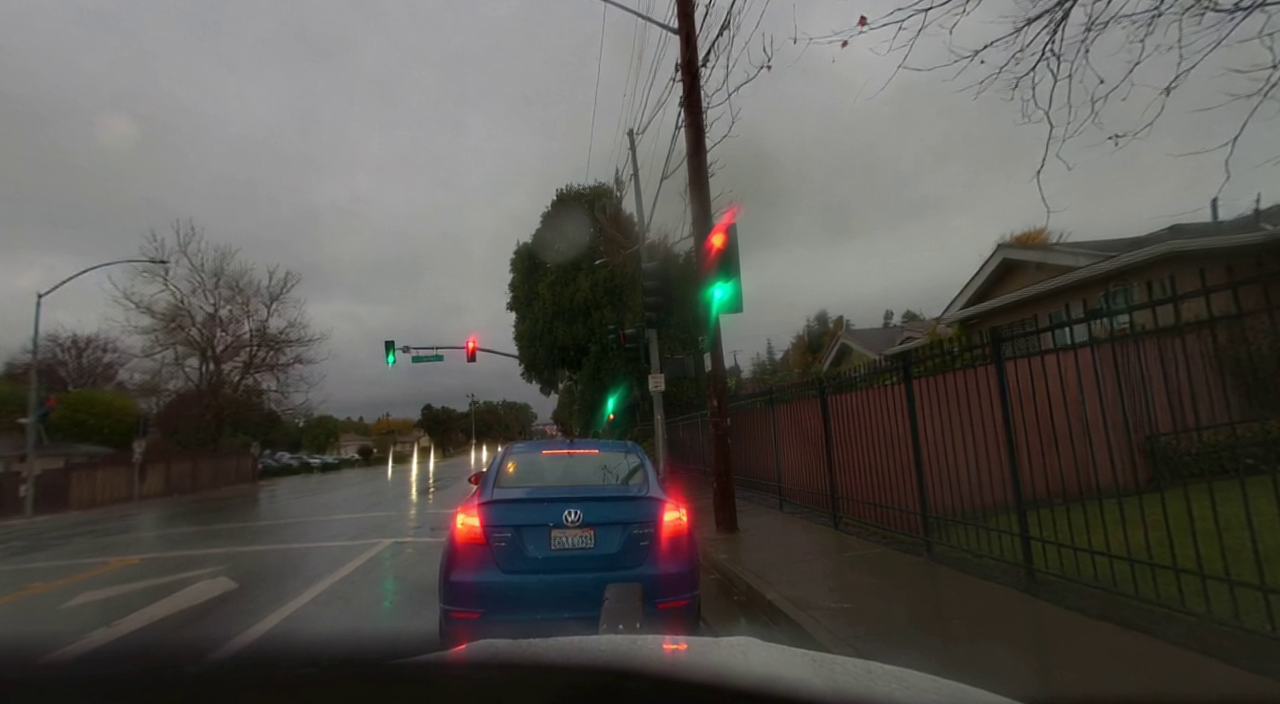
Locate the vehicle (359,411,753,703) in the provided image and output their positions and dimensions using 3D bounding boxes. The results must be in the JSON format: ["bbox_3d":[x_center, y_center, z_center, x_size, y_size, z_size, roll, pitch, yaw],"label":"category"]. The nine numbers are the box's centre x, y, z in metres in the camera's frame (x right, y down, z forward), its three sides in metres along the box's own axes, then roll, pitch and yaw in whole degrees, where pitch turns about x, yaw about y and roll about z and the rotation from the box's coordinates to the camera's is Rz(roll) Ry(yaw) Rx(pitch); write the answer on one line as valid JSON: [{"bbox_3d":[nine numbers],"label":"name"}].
[{"bbox_3d":[-0.678,1.339,5.181,2.024,1.502,3.702,1,-8,-9],"label":"vehicle"}]
